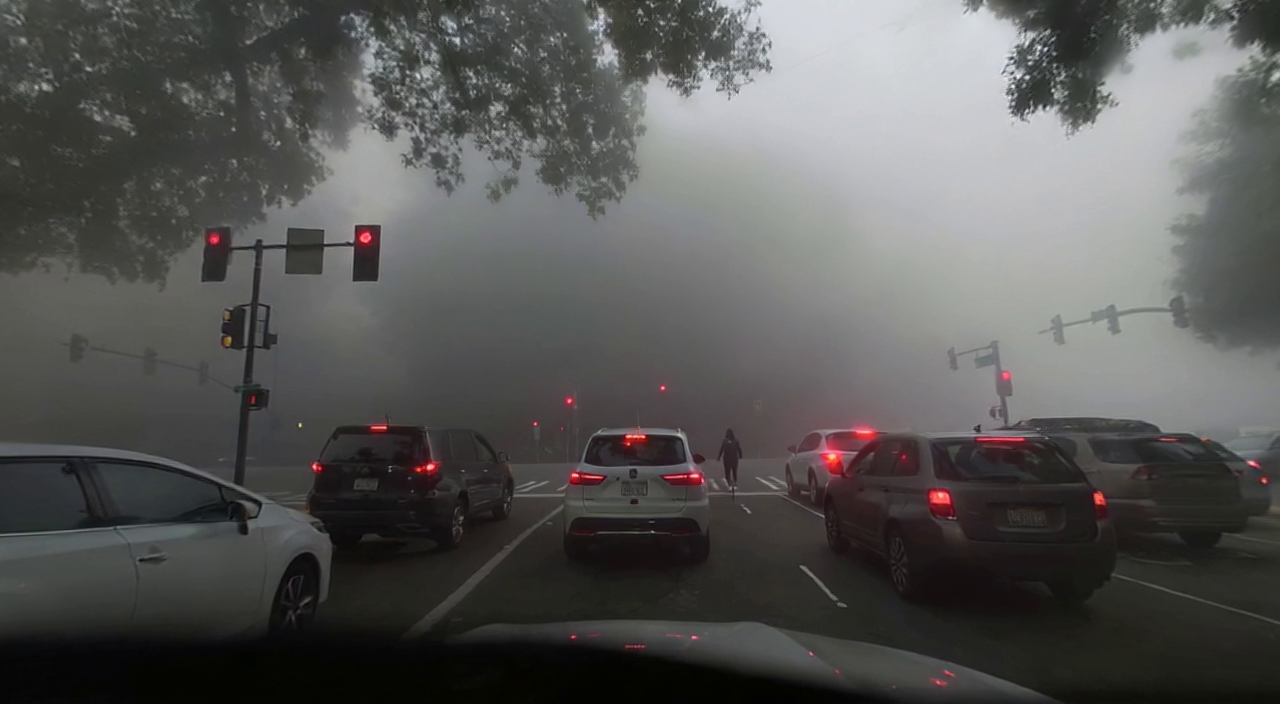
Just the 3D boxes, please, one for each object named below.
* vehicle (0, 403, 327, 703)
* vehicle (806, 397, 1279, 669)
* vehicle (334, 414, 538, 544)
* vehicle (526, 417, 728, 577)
[{"bbox_3d":[-3.355,0.947,2.364,1.863,1.495,4.667,0,-8,2],"label":"vehicle"},{"bbox_3d":[3.224,1.442,6.186,2.006,1.659,4.462,0,-8,1],"label":"vehicle"},{"bbox_3d":[-3.229,2.115,11.155,2.048,1.805,4.405,0,-8,1],"label":"vehicle"},{"bbox_3d":[-0.103,1.800,8.544,2.106,1.655,3.717,0,-8,1],"label":"vehicle"}]
